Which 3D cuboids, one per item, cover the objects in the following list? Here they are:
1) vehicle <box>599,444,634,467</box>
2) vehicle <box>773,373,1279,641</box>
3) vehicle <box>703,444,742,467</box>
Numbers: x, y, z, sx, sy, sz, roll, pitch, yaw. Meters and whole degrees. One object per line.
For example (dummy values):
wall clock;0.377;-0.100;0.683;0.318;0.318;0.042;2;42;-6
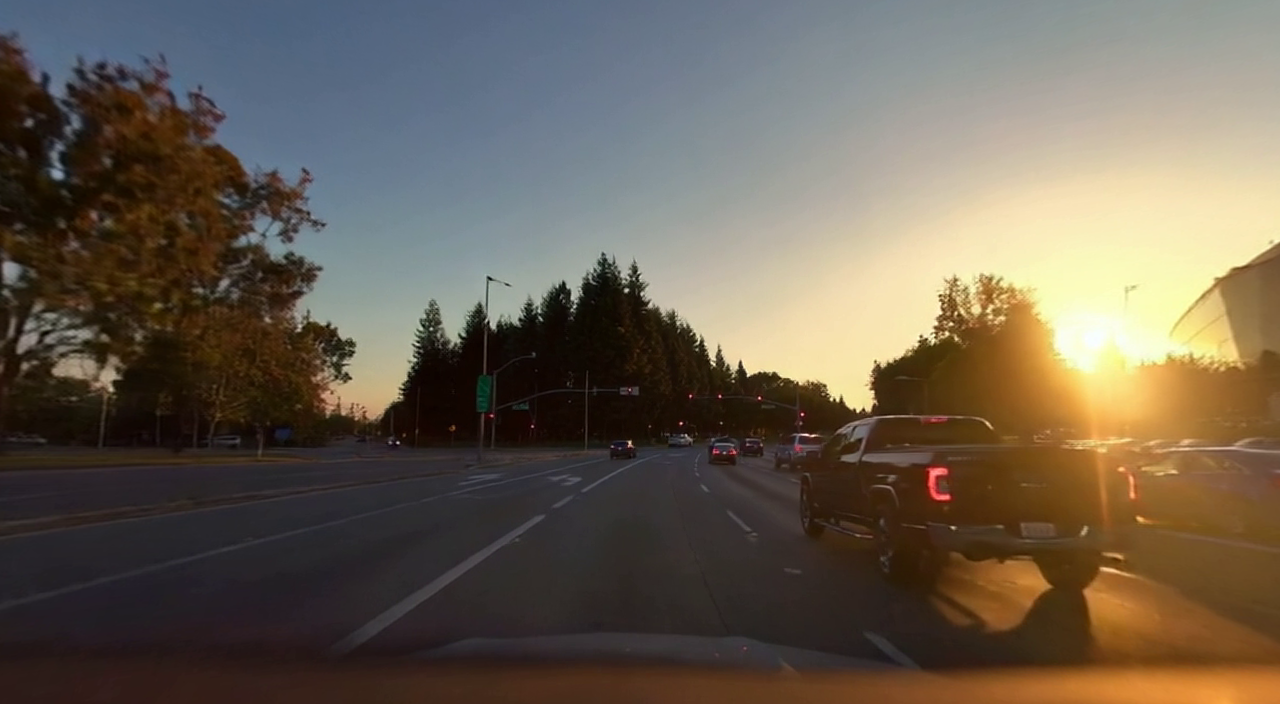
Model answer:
vehicle;-1.577;7.204;44.111;1.958;1.542;4.175;-1;-9;5
vehicle;3.311;1.451;7.120;2.333;1.777;5.713;0;-9;0
vehicle;5.789;7.352;44.939;2.292;1.563;4.734;-1;-9;2
